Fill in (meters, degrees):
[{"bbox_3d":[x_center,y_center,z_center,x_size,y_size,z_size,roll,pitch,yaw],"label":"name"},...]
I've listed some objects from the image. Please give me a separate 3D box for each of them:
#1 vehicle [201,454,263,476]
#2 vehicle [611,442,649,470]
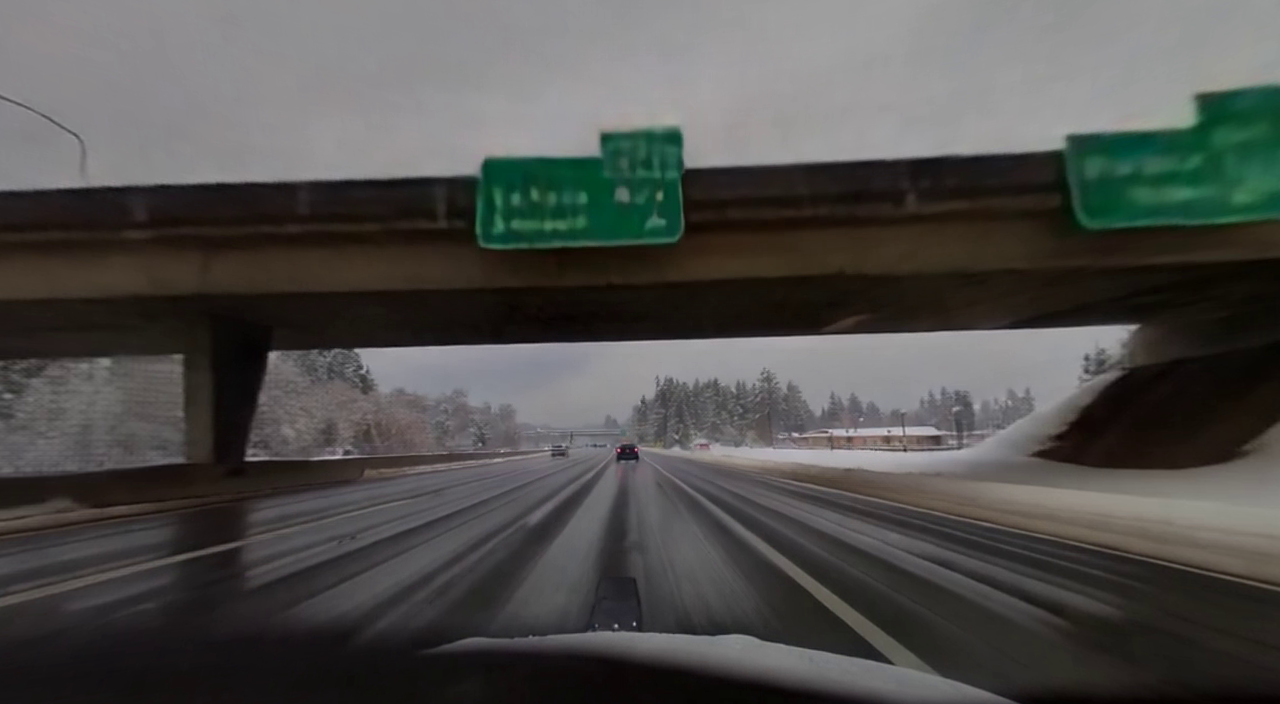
[{"bbox_3d":[-31.778,8.762,49.361,1.843,1.566,4.531,0,-8,-1],"label":"vehicle"},{"bbox_3d":[-0.578,5.899,35.957,2.012,1.471,4.059,0,-8,-2],"label":"vehicle"}]
